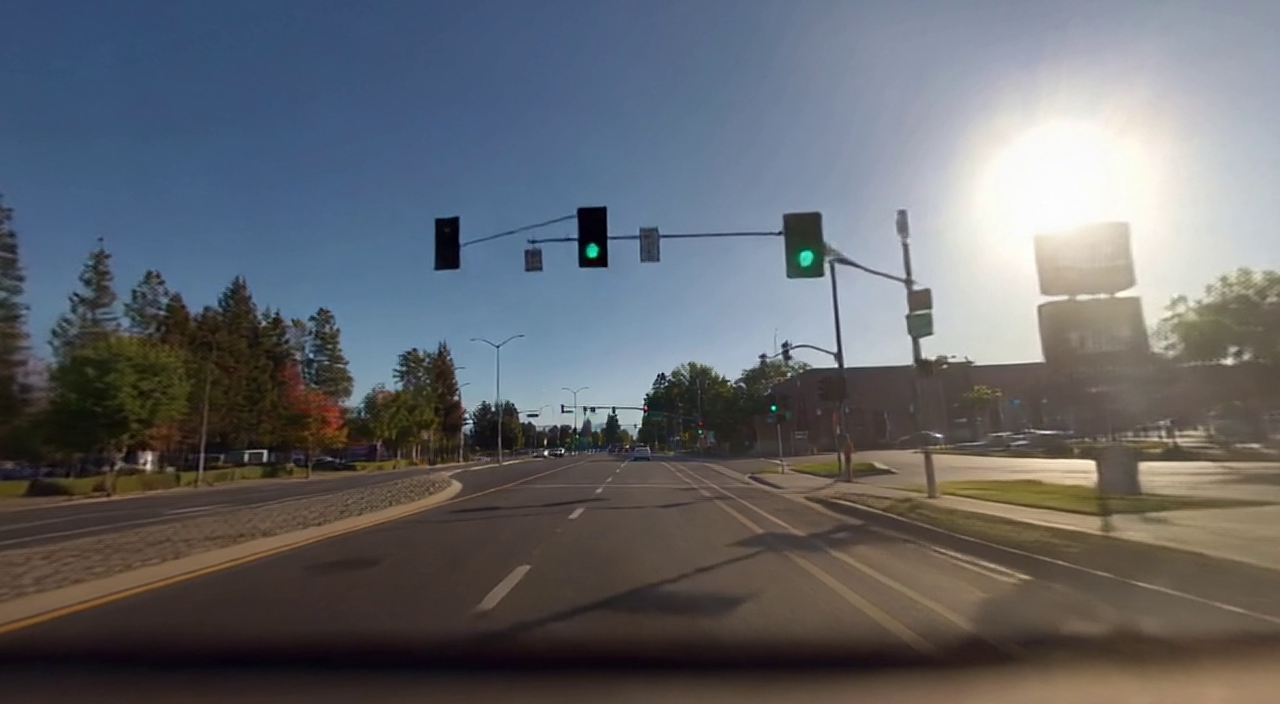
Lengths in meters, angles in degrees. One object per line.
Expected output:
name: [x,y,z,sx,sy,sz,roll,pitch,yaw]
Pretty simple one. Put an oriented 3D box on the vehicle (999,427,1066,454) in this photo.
vehicle: [30.875,7.051,49.869,1.966,1.767,4.697,-4,-10,-2]
